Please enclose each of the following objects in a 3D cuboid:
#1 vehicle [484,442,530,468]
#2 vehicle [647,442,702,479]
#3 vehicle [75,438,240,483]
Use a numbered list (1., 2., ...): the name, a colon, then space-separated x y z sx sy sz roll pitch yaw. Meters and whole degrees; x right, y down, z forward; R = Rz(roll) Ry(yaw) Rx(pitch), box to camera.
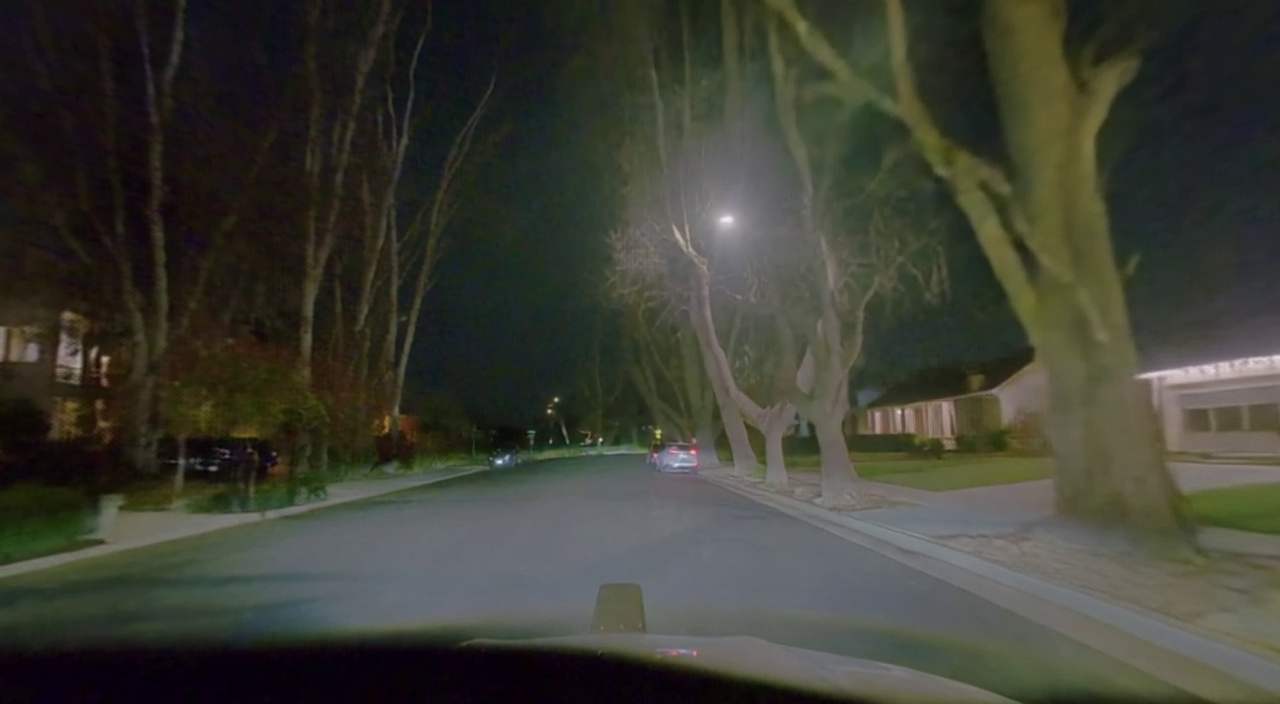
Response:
1. vehicle: -8.736 6.868 41.710 1.943 1.433 4.717 -6 -10 0
2. vehicle: 1.402 4.674 27.381 2.088 1.429 4.796 0 -8 0
3. vehicle: -17.052 3.821 22.335 4.344 1.483 1.928 -1 -8 4
